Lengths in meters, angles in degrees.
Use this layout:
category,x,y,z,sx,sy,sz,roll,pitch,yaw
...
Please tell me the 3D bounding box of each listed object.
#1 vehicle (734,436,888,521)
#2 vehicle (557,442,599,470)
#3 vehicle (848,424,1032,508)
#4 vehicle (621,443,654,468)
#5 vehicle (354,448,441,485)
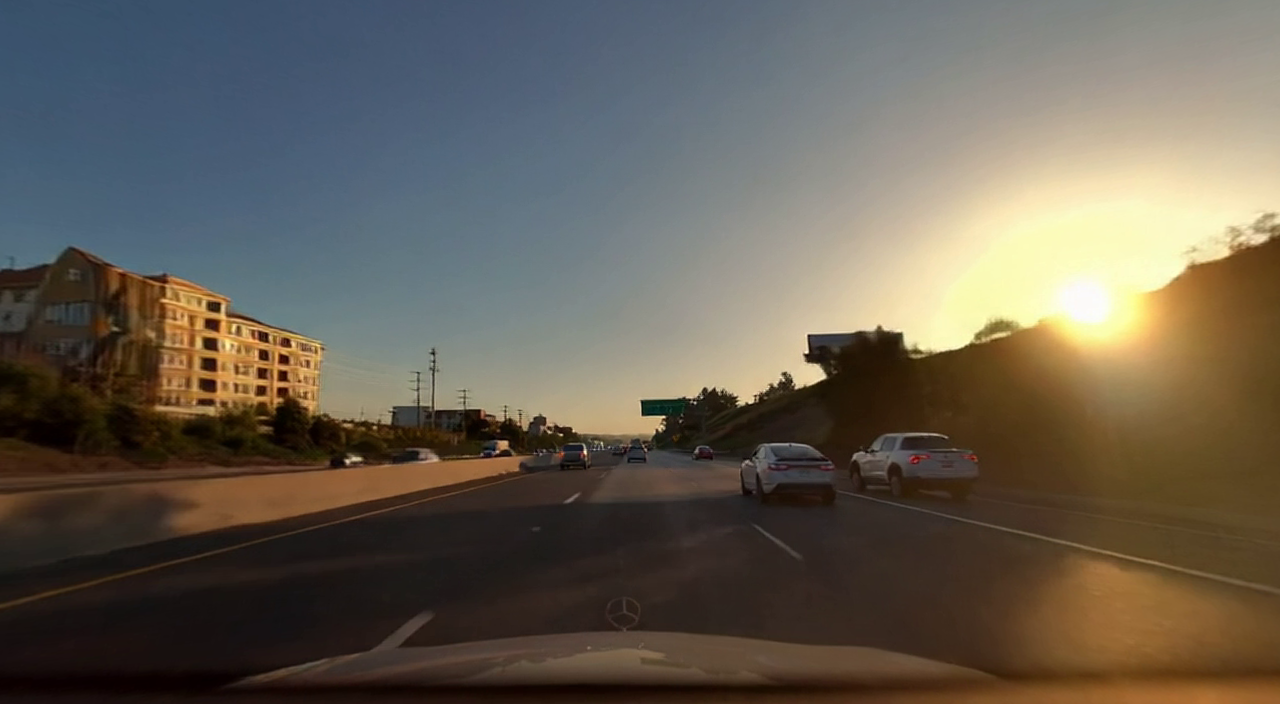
category,x,y,z,sx,sy,sz,roll,pitch,yaw
vehicle,3.444,2.647,13.756,1.987,1.509,4.512,0,-9,-1
vehicle,-3.966,6.765,41.252,2.256,1.756,4.745,0,-9,0
vehicle,7.302,2.845,16.137,2.176,1.793,4.841,0,-9,-2
vehicle,-0.198,7.313,44.627,2.191,1.685,4.015,0,-9,-1
vehicle,-10.703,5.050,28.285,2.007,1.506,4.586,0,-9,1
